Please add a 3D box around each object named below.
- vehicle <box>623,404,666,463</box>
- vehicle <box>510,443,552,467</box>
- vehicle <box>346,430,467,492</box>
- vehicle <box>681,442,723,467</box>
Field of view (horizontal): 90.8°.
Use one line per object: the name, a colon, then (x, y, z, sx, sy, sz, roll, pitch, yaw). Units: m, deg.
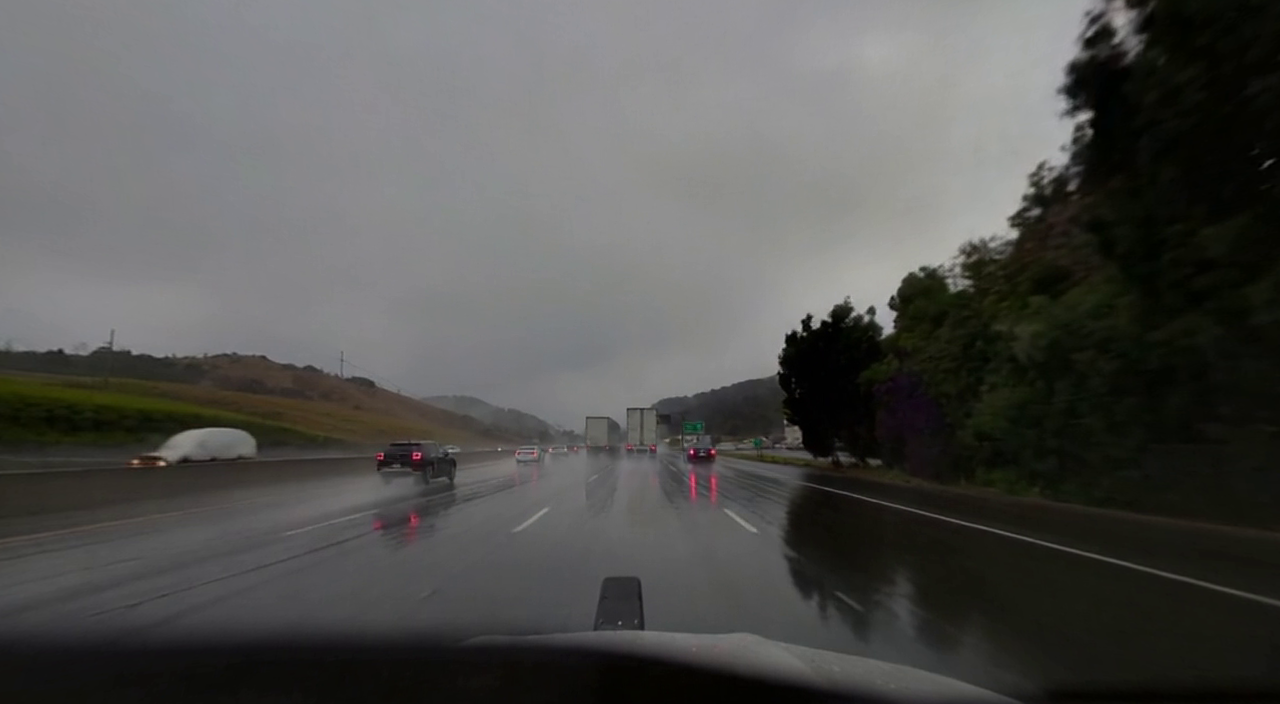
vehicle: (0.273, 6.551, 49.940, 2.969, 4.104, 10.906, 0, -9, 0)
vehicle: (-6.892, 6.572, 40.347, 1.891, 1.460, 4.506, 0, -9, 0)
vehicle: (-7.280, 3.451, 20.240, 2.122, 1.754, 4.379, 0, -9, 1)
vehicle: (3.636, 6.126, 37.855, 2.006, 1.452, 4.246, 0, -9, -1)
